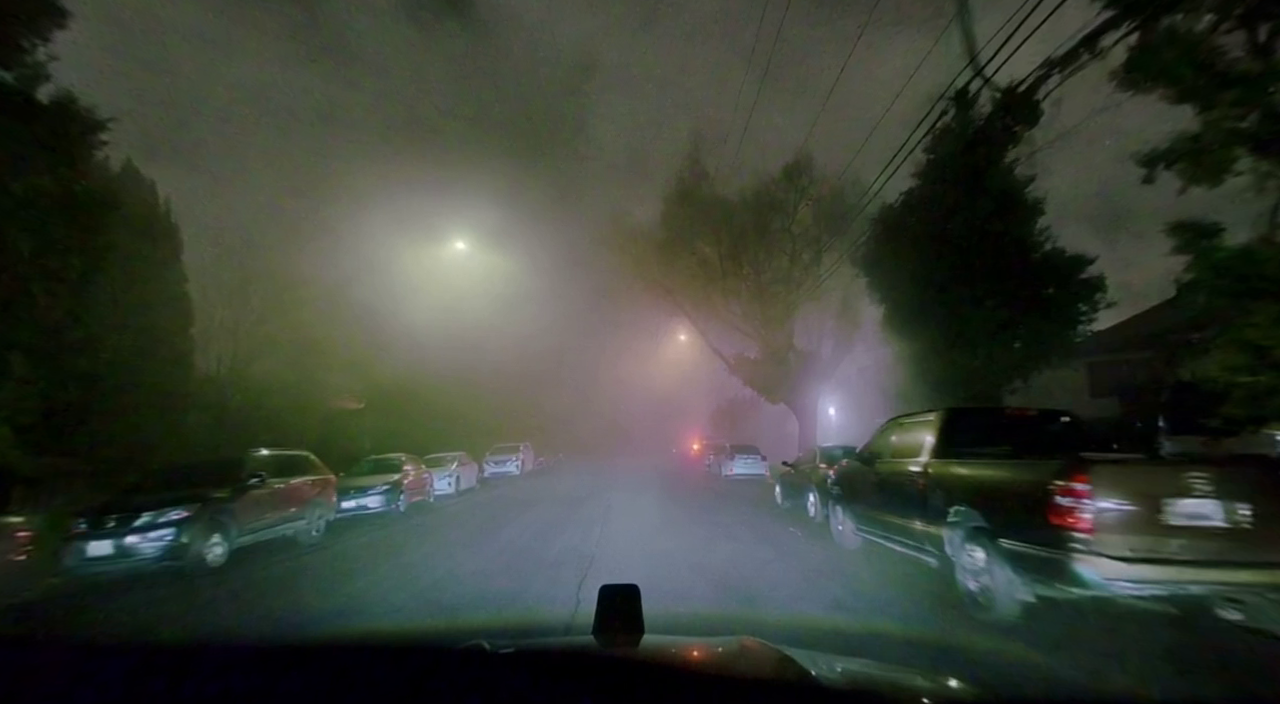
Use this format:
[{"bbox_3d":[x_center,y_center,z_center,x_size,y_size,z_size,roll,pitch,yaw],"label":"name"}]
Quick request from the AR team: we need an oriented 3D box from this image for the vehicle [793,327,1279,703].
[{"bbox_3d":[3.573,1.267,6.327,2.401,1.958,5.999,0,-8,-2],"label":"vehicle"}]

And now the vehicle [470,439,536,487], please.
[{"bbox_3d":[-6.232,5.056,29.278,2.115,1.820,5.002,-3,-7,-3],"label":"vehicle"}]

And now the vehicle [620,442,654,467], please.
[{"bbox_3d":[-0.239,6.705,41.349,2.062,1.509,4.305,0,-8,-1],"label":"vehicle"}]

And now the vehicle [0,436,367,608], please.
[{"bbox_3d":[-5.935,2.099,9.040,1.925,1.578,4.906,-3,-7,0],"label":"vehicle"}]

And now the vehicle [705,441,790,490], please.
[{"bbox_3d":[3.598,3.914,22.131,2.039,1.480,4.831,-1,-9,-1],"label":"vehicle"}]
